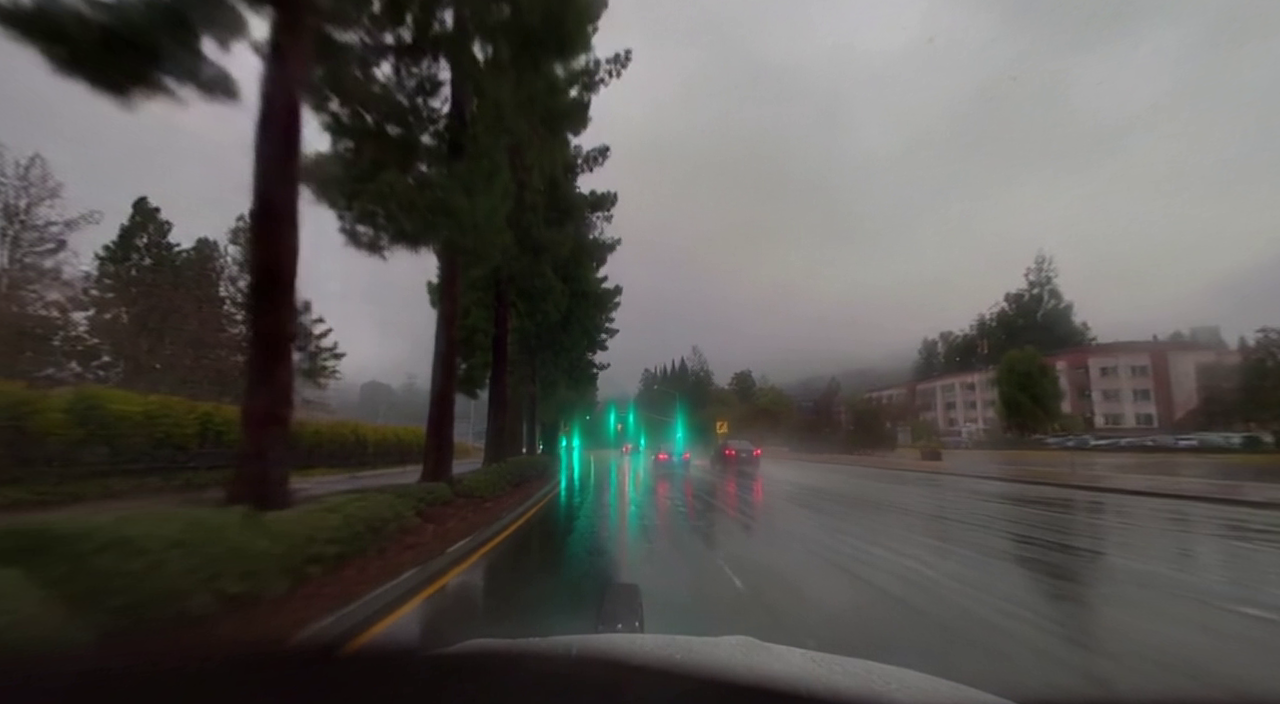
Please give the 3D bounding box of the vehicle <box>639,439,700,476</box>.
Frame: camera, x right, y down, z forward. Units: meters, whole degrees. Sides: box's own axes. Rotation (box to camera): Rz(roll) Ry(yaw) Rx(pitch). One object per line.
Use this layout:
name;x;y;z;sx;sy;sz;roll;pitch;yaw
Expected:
vehicle;1.181;4.568;27.439;2.077;1.464;4.134;1;-8;-6

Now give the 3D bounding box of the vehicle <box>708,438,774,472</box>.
vehicle;4.608;4.769;29.406;1.901;1.474;4.363;1;-8;-6
